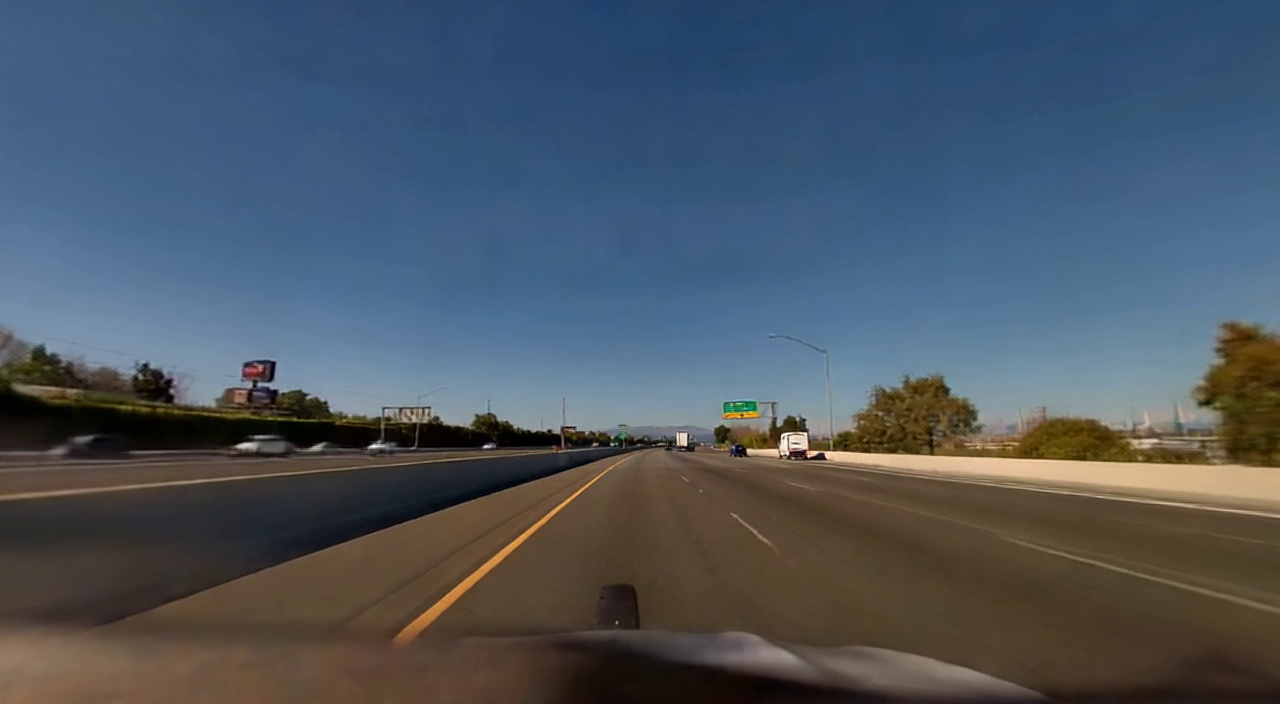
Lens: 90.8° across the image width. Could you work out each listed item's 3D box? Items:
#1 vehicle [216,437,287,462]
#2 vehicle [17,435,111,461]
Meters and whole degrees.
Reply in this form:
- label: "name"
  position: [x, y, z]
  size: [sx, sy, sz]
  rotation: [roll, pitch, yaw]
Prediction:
- label: "vehicle"
  position: [-29.252, 7.360, 47.802]
  size: [2.064, 1.782, 5.006]
  rotation: [0, -8, 1]
- label: "vehicle"
  position: [-40.616, 6.787, 44.738]
  size: [2.007, 1.672, 4.834]
  rotation: [0, -8, 2]
